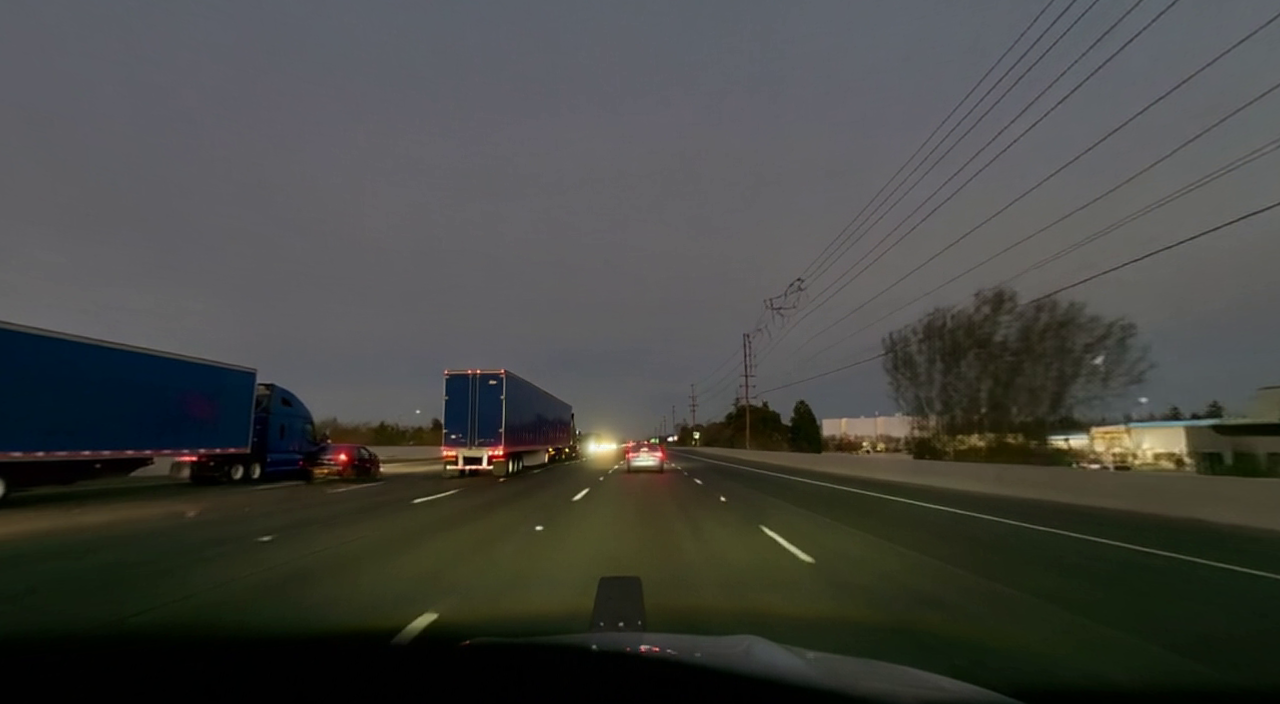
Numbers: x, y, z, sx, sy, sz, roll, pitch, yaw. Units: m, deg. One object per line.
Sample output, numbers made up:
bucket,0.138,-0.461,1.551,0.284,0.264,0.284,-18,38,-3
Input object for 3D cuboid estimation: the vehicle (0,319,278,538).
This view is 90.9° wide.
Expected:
vehicle,-10.701,1.405,11.080,2.896,3.140,9.491,0,-8,1

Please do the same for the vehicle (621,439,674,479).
vehicle,0.293,4.471,26.579,2.055,1.514,4.323,0,-8,0

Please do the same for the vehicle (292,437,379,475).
vehicle,-14.667,5.017,30.727,1.938,1.679,4.469,0,-8,1

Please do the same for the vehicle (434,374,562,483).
vehicle,-6.309,4.012,31.553,2.907,4.081,15.311,0,-8,0
